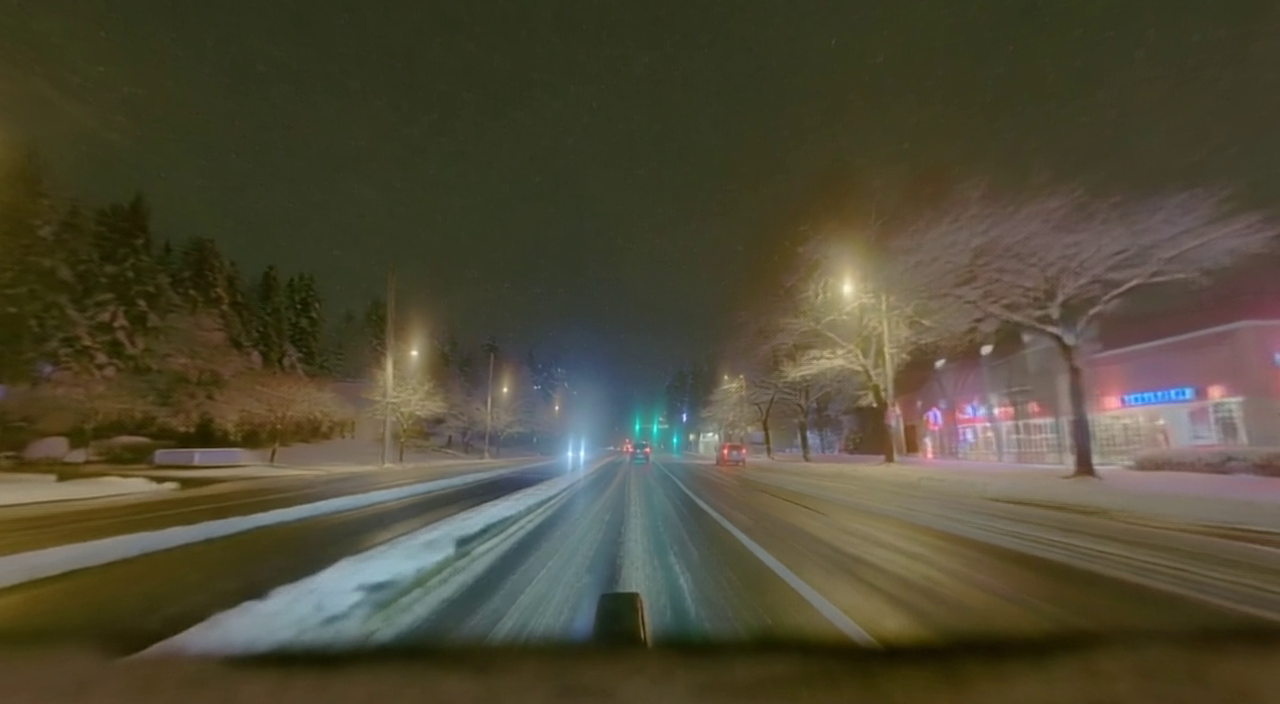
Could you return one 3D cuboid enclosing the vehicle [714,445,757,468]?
[{"bbox_3d":[6.346,6.998,42.477,2.024,1.475,4.600,0,-9,-2],"label":"vehicle"}]
